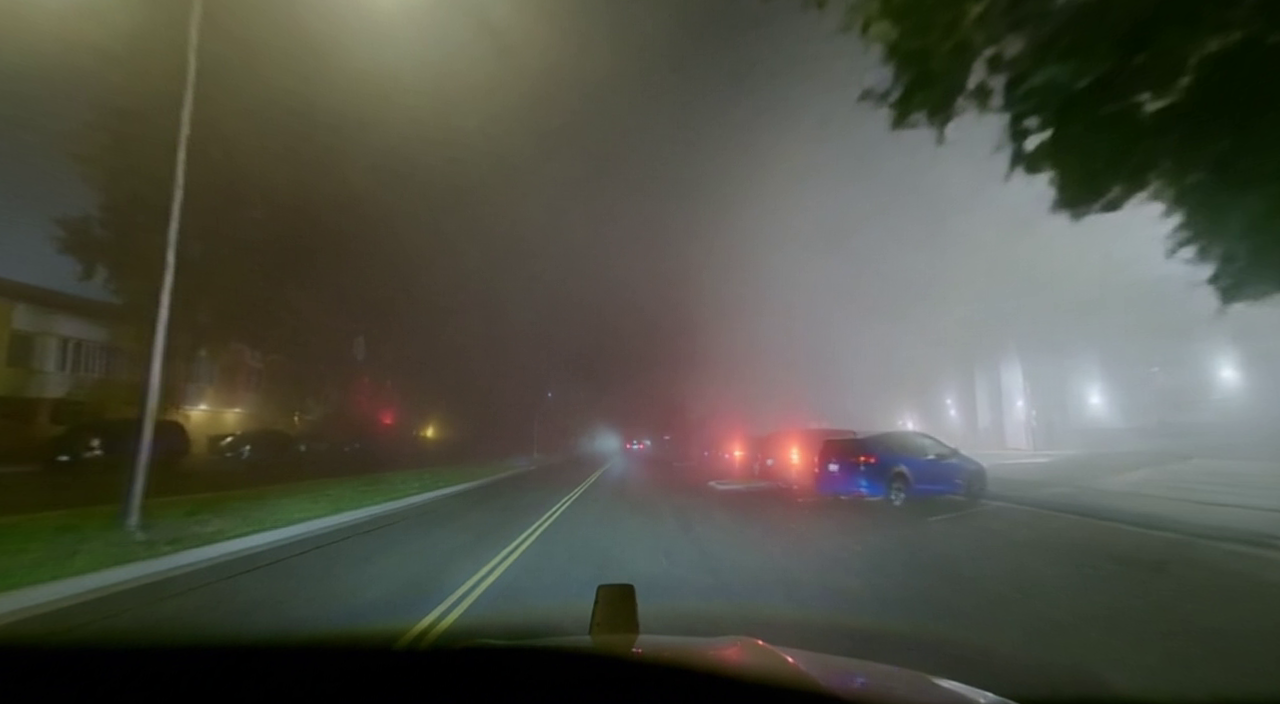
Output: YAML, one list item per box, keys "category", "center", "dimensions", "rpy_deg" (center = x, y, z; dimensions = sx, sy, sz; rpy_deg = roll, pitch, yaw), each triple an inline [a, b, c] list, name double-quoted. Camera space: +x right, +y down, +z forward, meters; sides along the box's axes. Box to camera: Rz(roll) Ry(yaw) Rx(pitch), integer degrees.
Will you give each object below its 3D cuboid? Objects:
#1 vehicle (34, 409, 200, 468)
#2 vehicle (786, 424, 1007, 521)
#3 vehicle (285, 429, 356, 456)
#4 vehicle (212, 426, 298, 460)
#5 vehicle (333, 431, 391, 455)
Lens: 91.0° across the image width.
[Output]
- category: "vehicle"
  center: [-18.771, 3.153, 22.936]
  dimensions: [1.972, 1.839, 4.553]
  rpy_deg: [3, -8, 1]
- category: "vehicle"
  center: [4.873, 2.143, 11.805]
  dimensions: [4.047, 1.497, 1.898]
  rpy_deg: [5, -10, -36]
- category: "vehicle"
  center: [-18.719, 5.331, 37.089]
  dimensions: [1.811, 1.502, 4.639]
  rpy_deg: [0, -8, -1]
- category: "vehicle"
  center: [-18.789, 4.468, 30.935]
  dimensions: [1.807, 1.501, 4.134]
  rpy_deg: [0, -8, -3]
- category: "vehicle"
  center: [-18.980, 6.236, 43.196]
  dimensions: [1.869, 1.494, 4.833]
  rpy_deg: [0, -8, -2]
